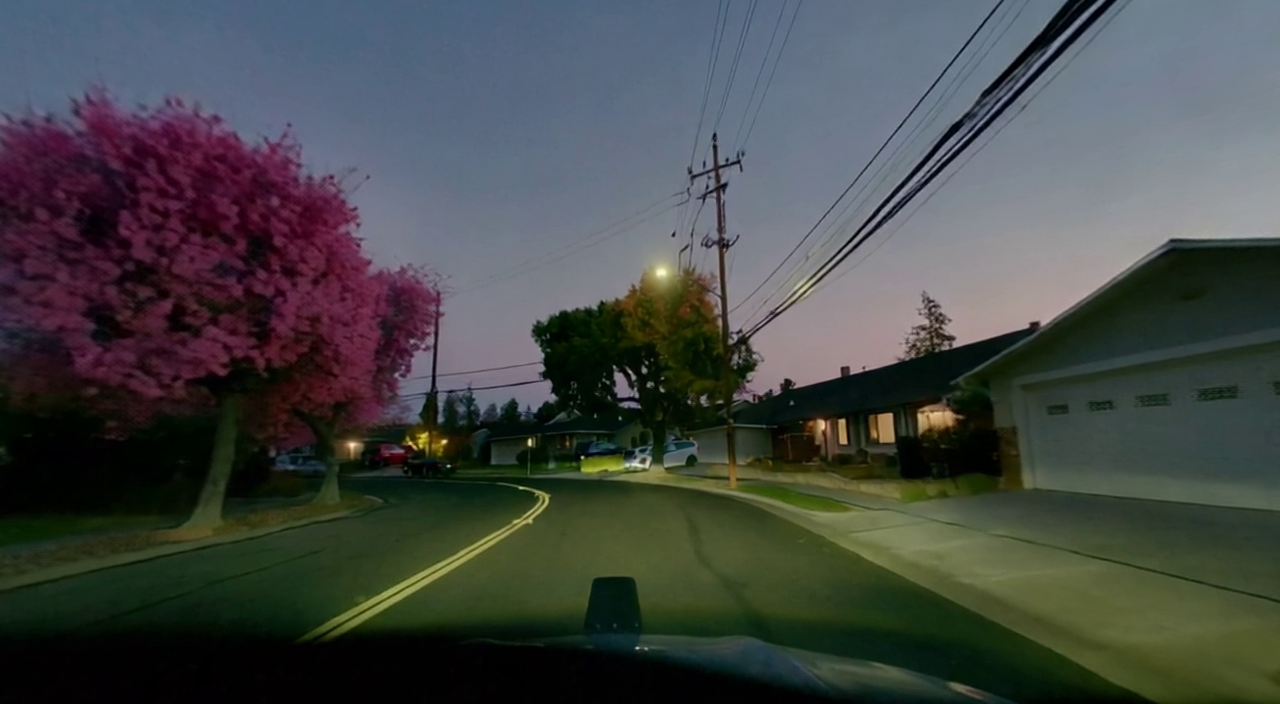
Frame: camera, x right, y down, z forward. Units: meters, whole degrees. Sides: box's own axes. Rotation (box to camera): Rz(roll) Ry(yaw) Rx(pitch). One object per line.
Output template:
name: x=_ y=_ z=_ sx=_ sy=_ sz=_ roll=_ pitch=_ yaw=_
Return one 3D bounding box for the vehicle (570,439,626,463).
vehicle: x=-3.229 y=7.719 z=49.332 sx=2.043 sy=1.819 sz=4.476 roll=-6 pitch=-10 yaw=33

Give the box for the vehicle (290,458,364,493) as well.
vehicle: x=-17.254 y=6.749 z=34.806 sx=3.897 sy=1.493 sz=1.942 roll=-3 pitch=-6 yaw=34

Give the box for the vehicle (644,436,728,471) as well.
vehicle: x=2.717 y=5.912 z=36.955 sx=4.459 sy=1.738 sz=1.930 roll=1 pitch=-8 yaw=-28

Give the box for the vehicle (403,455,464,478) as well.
vehicle: x=-14.674 y=8.089 z=44.785 sx=4.019 sy=1.484 sz=1.978 roll=-6 pitch=-10 yaw=33
